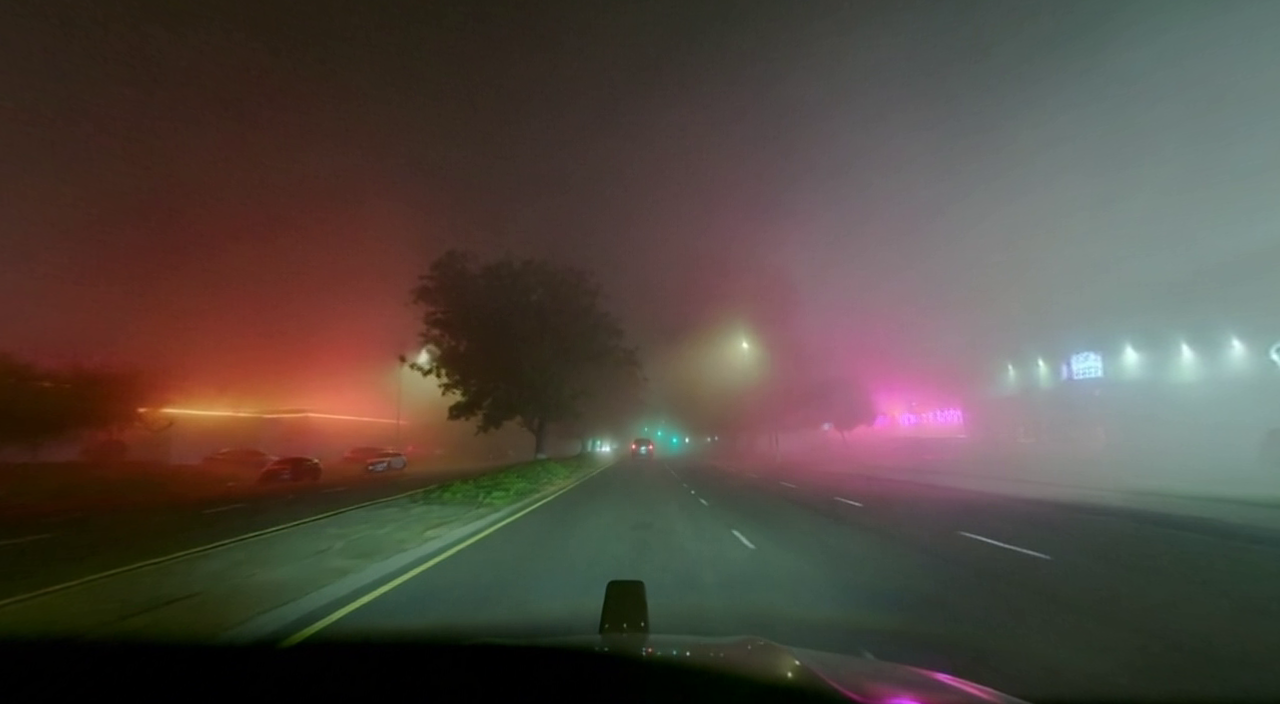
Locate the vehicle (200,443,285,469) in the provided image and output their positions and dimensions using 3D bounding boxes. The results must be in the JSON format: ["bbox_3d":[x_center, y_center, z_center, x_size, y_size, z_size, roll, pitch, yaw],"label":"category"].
[{"bbox_3d":[-26.339,6.917,41.889,4.314,1.680,1.822,1,-8,-3],"label":"vehicle"}]

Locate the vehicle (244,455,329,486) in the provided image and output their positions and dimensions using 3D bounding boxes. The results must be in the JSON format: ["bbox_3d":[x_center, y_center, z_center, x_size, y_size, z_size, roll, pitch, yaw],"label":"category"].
[{"bbox_3d":[-18.725,6.283,33.671,1.806,1.454,4.599,0,-8,1],"label":"vehicle"}]

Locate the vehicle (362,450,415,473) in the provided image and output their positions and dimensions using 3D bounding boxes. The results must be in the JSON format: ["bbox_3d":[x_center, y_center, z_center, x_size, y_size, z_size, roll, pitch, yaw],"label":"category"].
[{"bbox_3d":[-18.799,8.171,47.362,1.814,1.577,5.024,0,-8,1],"label":"vehicle"}]

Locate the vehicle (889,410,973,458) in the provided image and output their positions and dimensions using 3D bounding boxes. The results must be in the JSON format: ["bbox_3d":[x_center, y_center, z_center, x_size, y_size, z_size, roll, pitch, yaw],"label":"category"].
[{"bbox_3d":[22.127,6.351,48.416,3.006,3.375,6.598,0,-8,-2],"label":"vehicle"}]
